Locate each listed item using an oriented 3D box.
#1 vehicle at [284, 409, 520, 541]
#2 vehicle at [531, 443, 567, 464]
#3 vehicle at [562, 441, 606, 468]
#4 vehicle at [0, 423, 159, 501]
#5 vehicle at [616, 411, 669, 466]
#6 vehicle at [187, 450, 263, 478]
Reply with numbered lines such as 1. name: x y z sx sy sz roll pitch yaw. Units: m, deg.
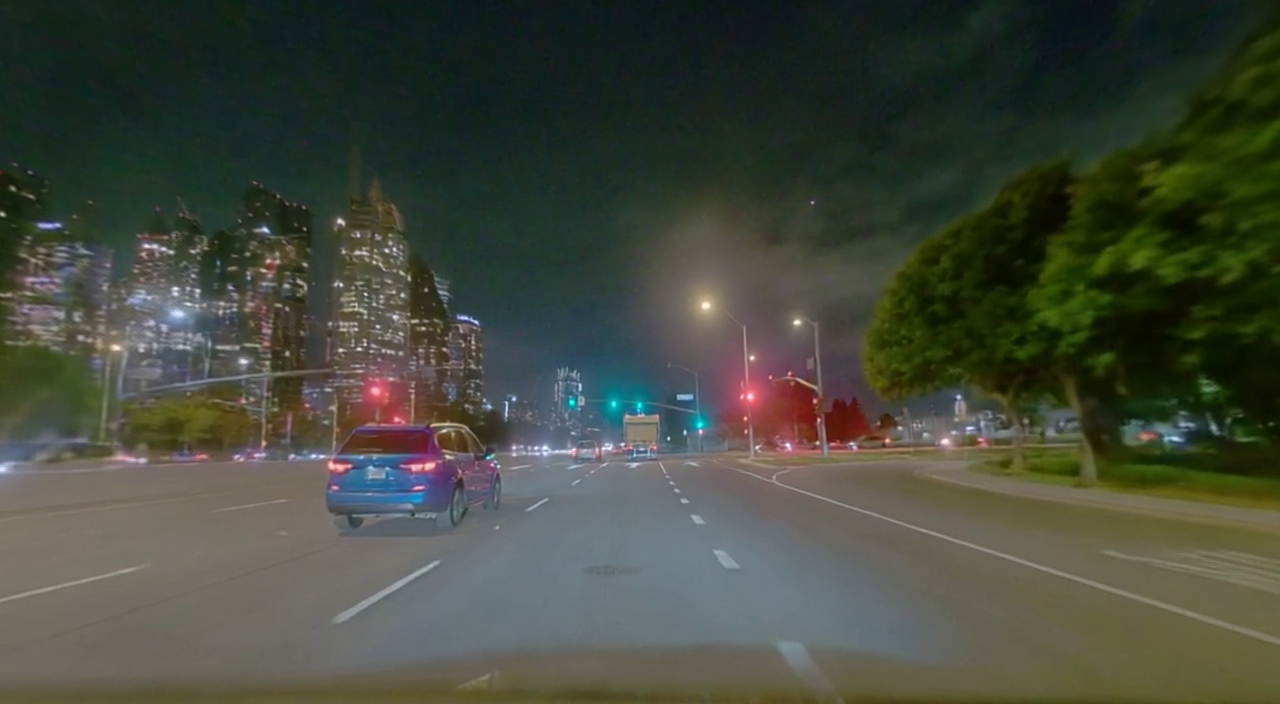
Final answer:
1. vehicle: -3.807 2.080 11.297 2.178 1.826 4.933 0 -8 1
2. vehicle: -6.662 7.467 46.397 1.933 1.477 4.119 0 -8 1
3. vehicle: -3.182 5.904 36.423 2.023 1.483 4.143 0 -8 1
4. vehicle: -21.528 3.998 23.339 2.406 2.509 5.940 0 -8 1
5. vehicle: 0.222 5.366 38.724 2.993 3.051 6.692 0 -8 2
6. vehicle: -28.424 7.667 43.179 1.945 1.741 4.644 0 -8 1
